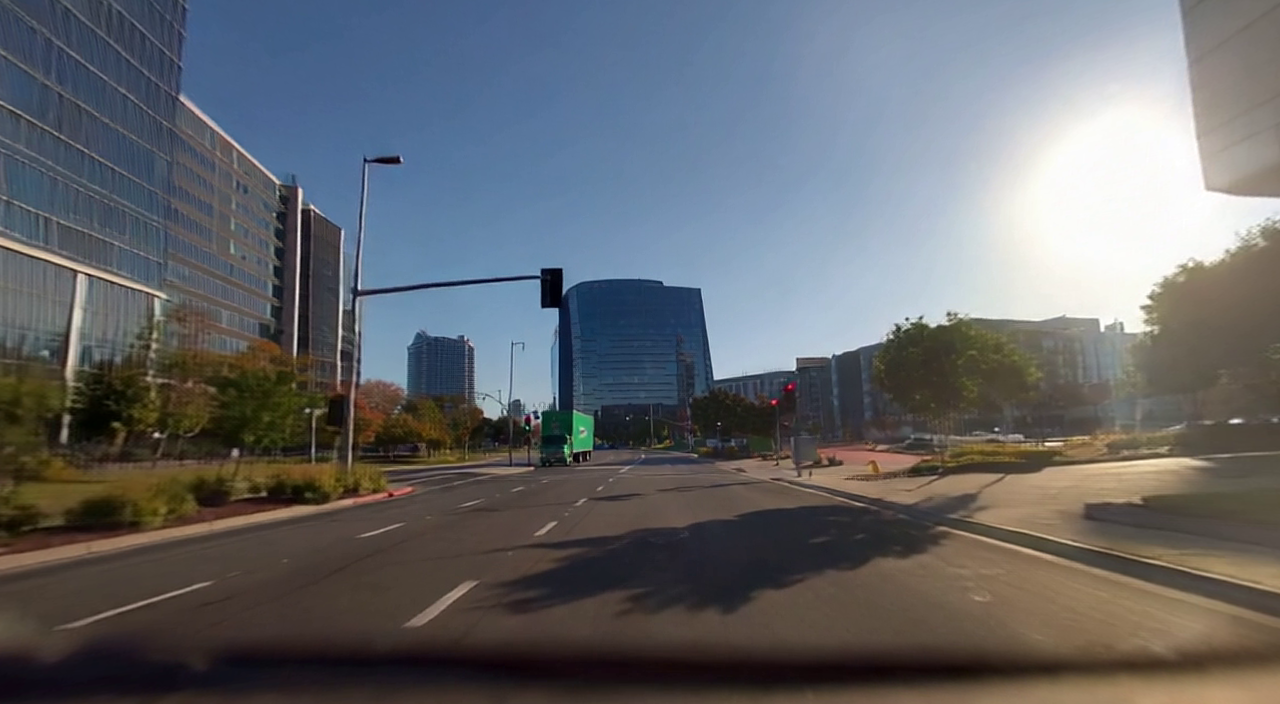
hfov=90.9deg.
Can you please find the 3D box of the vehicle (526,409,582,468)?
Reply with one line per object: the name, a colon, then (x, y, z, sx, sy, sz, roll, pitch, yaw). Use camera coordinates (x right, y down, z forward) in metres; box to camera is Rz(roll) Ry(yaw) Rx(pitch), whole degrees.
vehicle: (-6.336, 6.604, 47.847, 3.053, 4.058, 8.110, 0, -9, 0)
